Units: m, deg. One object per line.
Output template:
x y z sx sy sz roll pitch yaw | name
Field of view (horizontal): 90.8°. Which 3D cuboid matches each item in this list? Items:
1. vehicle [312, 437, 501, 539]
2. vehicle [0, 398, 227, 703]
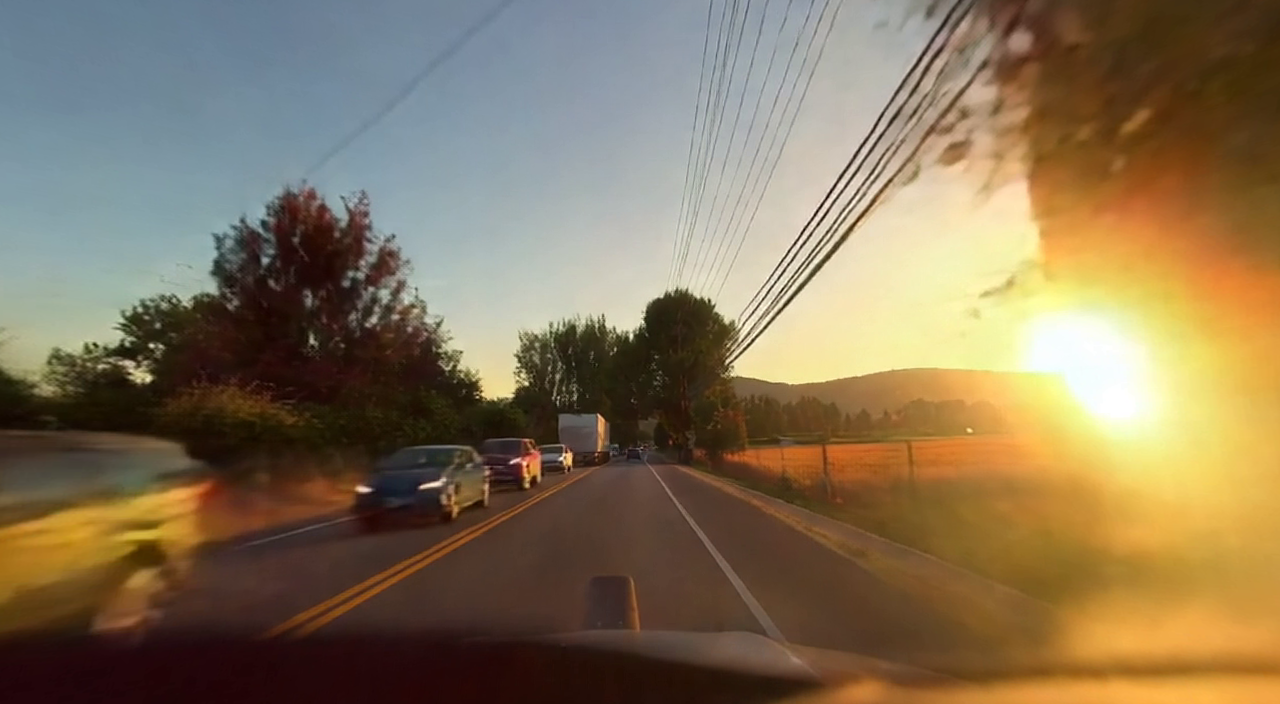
-4.573 2.677 13.291 2.269 1.630 4.636 -3 -8 -1 | vehicle
-4.445 1.019 2.568 2.284 1.634 4.756 -3 -8 1 | vehicle
